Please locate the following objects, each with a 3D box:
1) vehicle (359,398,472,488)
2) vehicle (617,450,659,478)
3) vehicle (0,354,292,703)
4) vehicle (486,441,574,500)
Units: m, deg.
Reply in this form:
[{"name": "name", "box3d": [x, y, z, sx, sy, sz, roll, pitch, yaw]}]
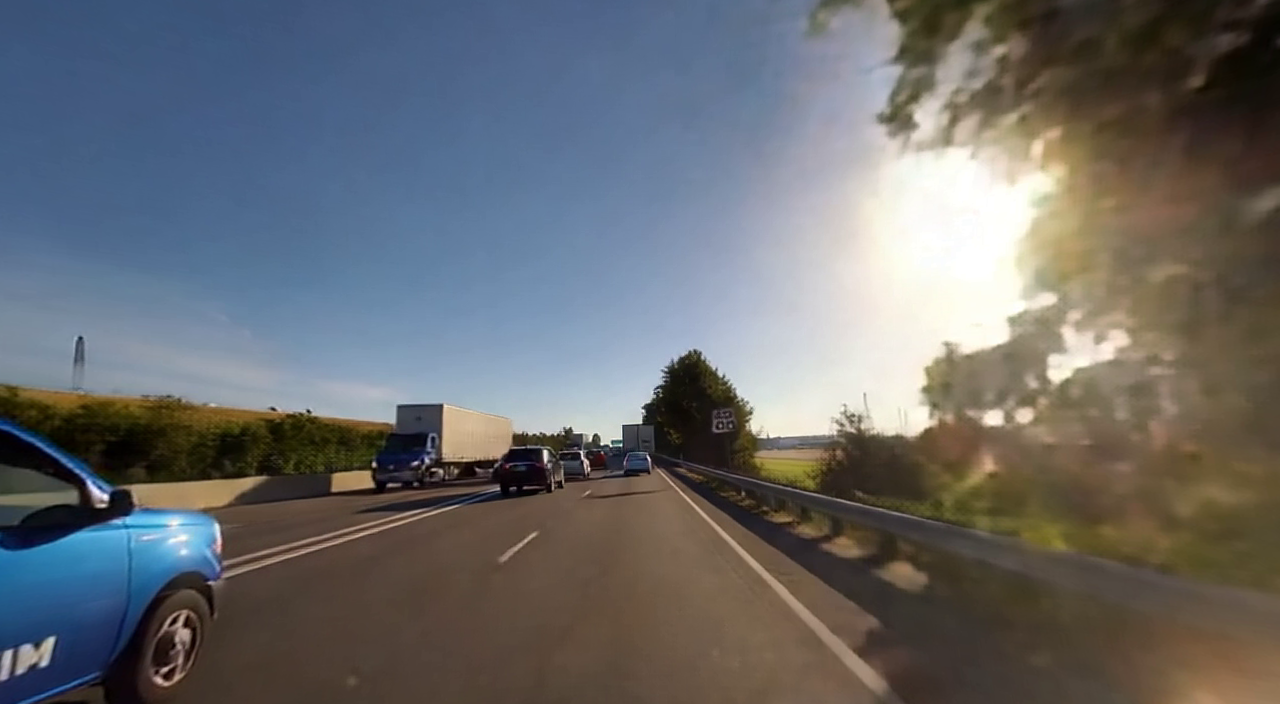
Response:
[{"name": "vehicle", "box3d": [-9.936, 4.148, 28.738, 2.922, 3.600, 6.110, 0, -9, -1]}, {"name": "vehicle", "box3d": [-0.117, 5.886, 33.455, 2.095, 1.393, 3.908, 0, -9, 0]}, {"name": "vehicle", "box3d": [-3.224, 0.776, 1.551, 2.117, 1.688, 4.582, 0, -9, 0]}, {"name": "vehicle", "box3d": [-3.232, 3.583, 19.419, 1.937, 1.600, 4.141, 0, -9, 0]}]
